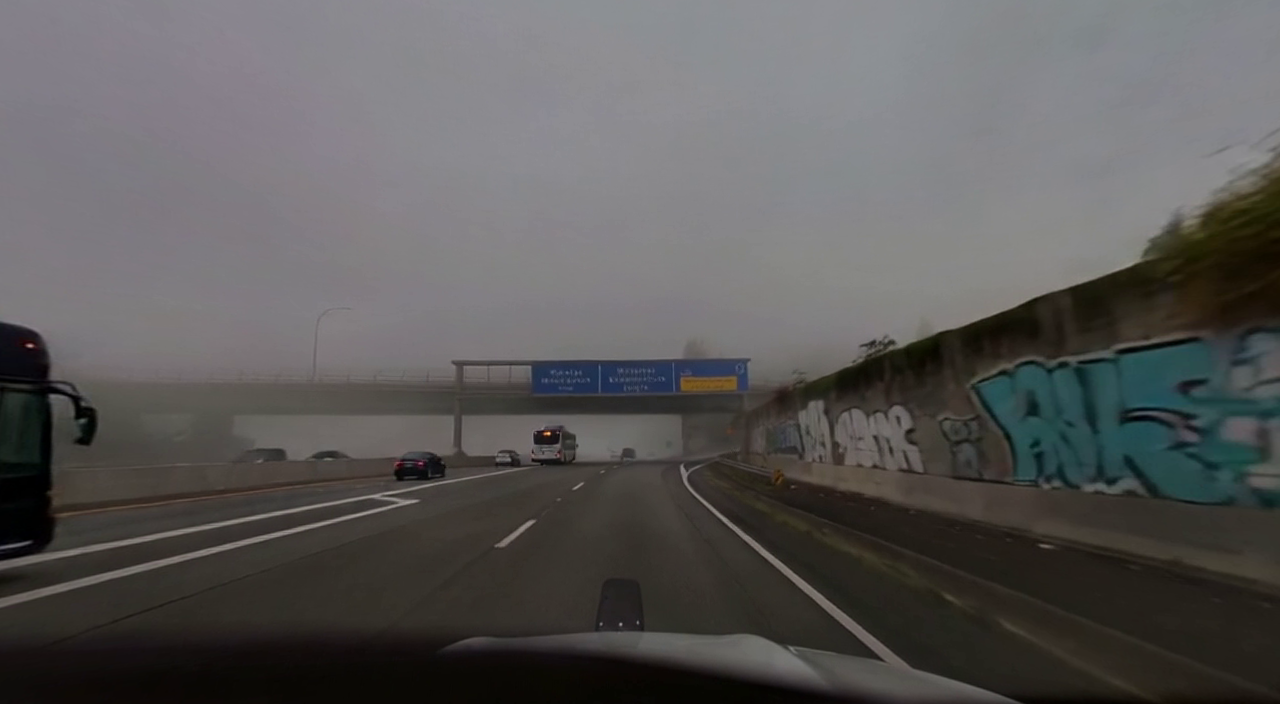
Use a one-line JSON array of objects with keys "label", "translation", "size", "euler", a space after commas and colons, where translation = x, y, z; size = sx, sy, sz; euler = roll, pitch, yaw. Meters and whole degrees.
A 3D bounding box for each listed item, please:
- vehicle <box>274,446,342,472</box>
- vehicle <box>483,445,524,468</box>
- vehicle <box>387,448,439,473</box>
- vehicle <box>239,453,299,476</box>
[{"label": "vehicle", "translation": [-22.273, 7.174, 42.609], "size": [1.999, 1.640, 4.855], "euler": [0, -9, -1]}, {"label": "vehicle", "translation": [-10.154, 7.806, 47.191], "size": [1.979, 1.600, 4.516], "euler": [0, -9, 1]}, {"label": "vehicle", "translation": [-14.300, 6.873, 40.015], "size": [1.878, 1.470, 3.825], "euler": [0, -9, 0]}, {"label": "vehicle", "translation": [-25.331, 7.678, 43.233], "size": [1.701, 1.390, 4.014], "euler": [0, -9, -1]}]
